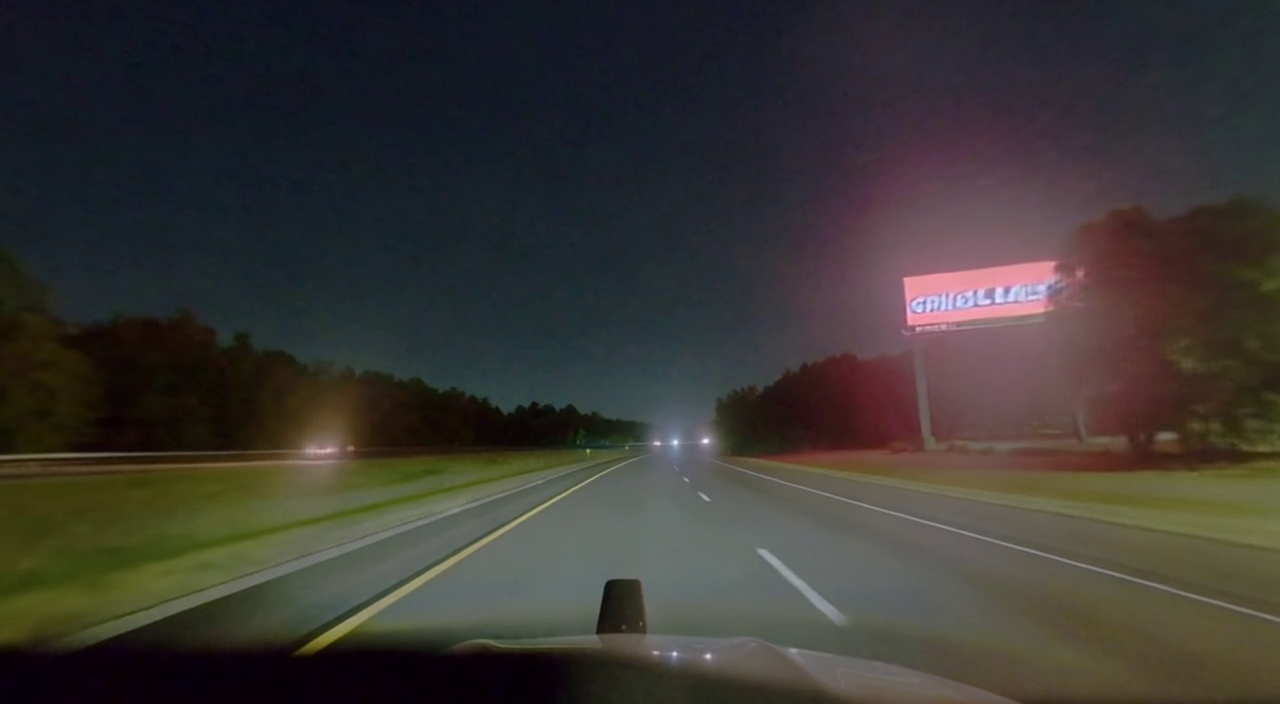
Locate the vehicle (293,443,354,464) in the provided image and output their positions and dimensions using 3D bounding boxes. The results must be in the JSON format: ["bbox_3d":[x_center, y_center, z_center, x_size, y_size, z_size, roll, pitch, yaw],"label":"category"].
[{"bbox_3d":[-23.295,7.501,46.594,1.893,1.451,4.671,0,-8,3],"label":"vehicle"}]
